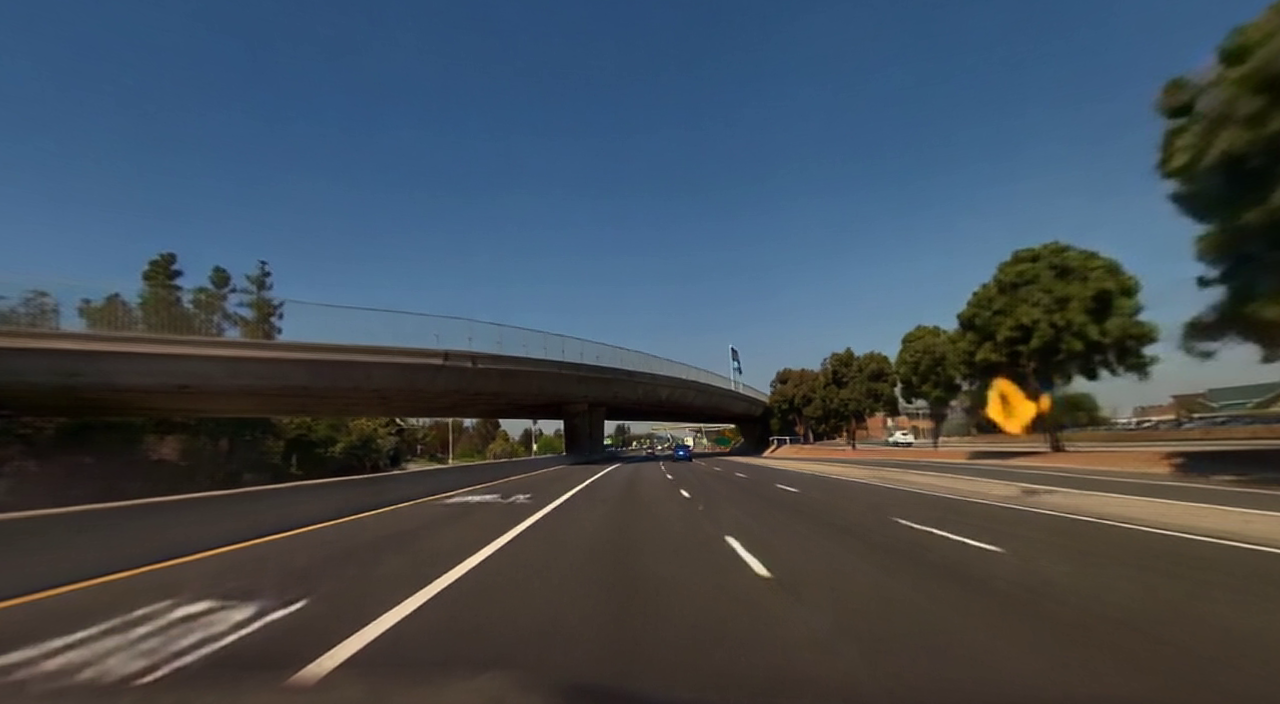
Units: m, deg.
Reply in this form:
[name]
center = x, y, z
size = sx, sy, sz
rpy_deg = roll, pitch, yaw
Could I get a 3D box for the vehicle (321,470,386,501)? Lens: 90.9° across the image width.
[vehicle]
center = -15.908, 7.400, 35.203
size = 1.767, 1.466, 3.745
rpy_deg = 0, -8, 1
